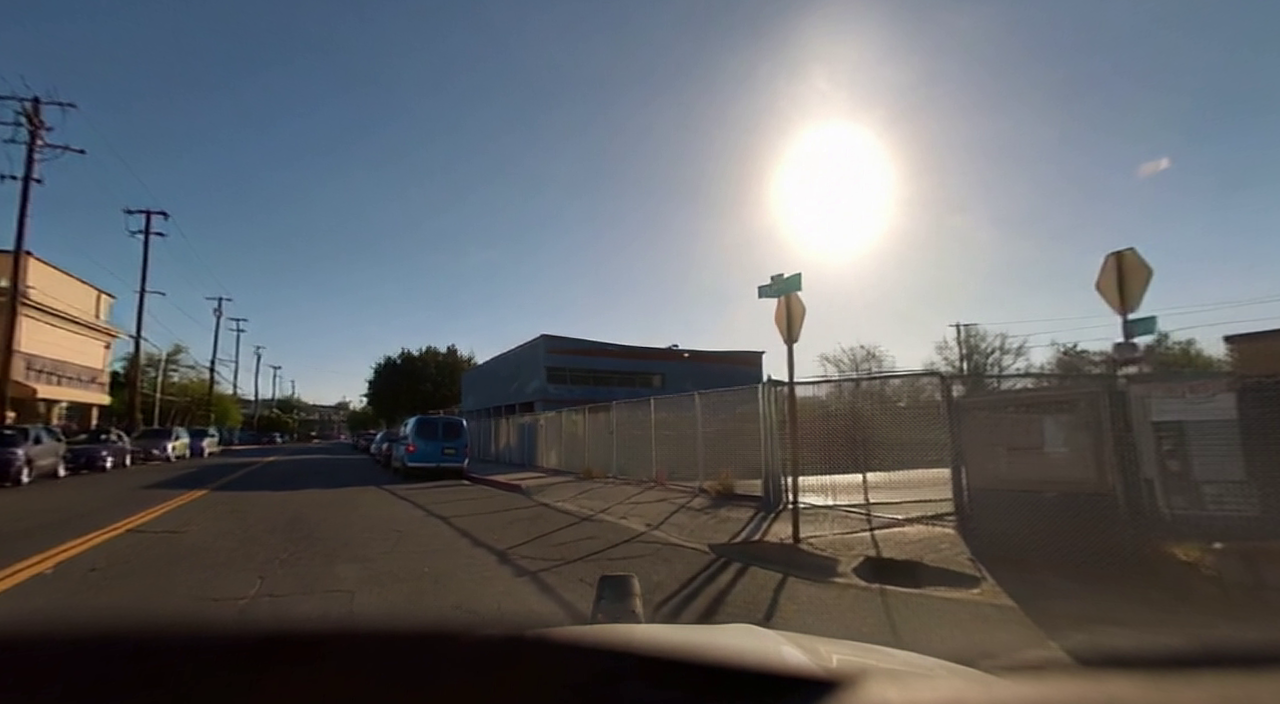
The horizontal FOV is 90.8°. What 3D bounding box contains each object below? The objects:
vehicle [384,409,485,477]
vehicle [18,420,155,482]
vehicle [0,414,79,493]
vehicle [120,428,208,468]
[{"bbox_3d":[-7.295,3.161,21.913,2.327,2.021,5.850,4,-9,-27],"label":"vehicle"},{"bbox_3d":[-19.984,3.590,23.194,2.304,1.937,5.720,2,-9,-26],"label":"vehicle"},{"bbox_3d":[-17.133,2.730,17.007,1.857,1.908,4.081,4,-10,-26],"label":"vehicle"},{"bbox_3d":[-24.843,5.028,33.271,2.504,1.919,5.658,4,-9,-25],"label":"vehicle"}]
